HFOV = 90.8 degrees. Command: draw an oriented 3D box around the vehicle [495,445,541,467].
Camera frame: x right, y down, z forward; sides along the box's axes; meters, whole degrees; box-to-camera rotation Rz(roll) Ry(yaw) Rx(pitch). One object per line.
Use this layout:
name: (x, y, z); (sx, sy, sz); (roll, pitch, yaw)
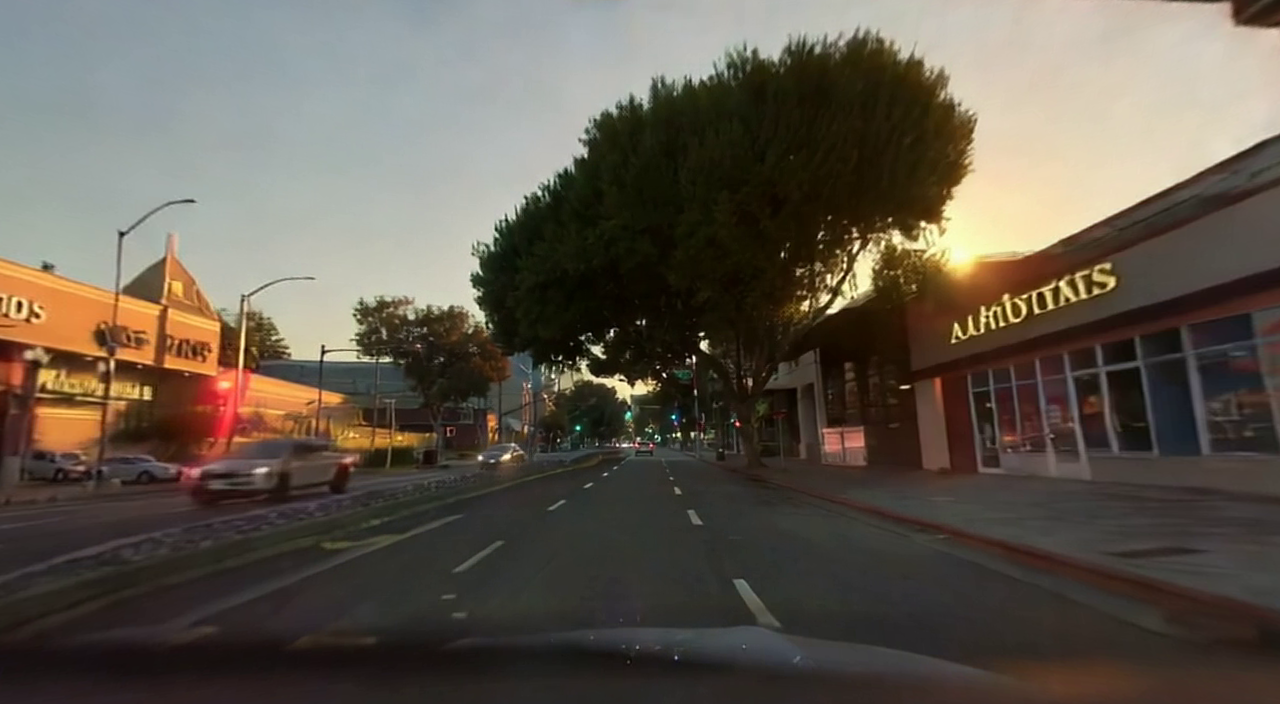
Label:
vehicle: (-8.331, 7.131, 43.494); (2.050, 1.457, 4.338); (-1, -9, 3)

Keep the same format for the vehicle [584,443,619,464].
vehicle: (-2.610, 7.036, 43.872); (1.962, 1.420, 4.021); (-1, -9, 4)

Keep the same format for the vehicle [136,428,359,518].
vehicle: (-9.209, 2.861, 15.514); (2.281, 1.834, 4.736); (-1, -9, 2)

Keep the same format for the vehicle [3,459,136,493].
vehicle: (-28.168, 6.086, 31.369); (1.755, 1.445, 4.485); (-5, -10, 29)
